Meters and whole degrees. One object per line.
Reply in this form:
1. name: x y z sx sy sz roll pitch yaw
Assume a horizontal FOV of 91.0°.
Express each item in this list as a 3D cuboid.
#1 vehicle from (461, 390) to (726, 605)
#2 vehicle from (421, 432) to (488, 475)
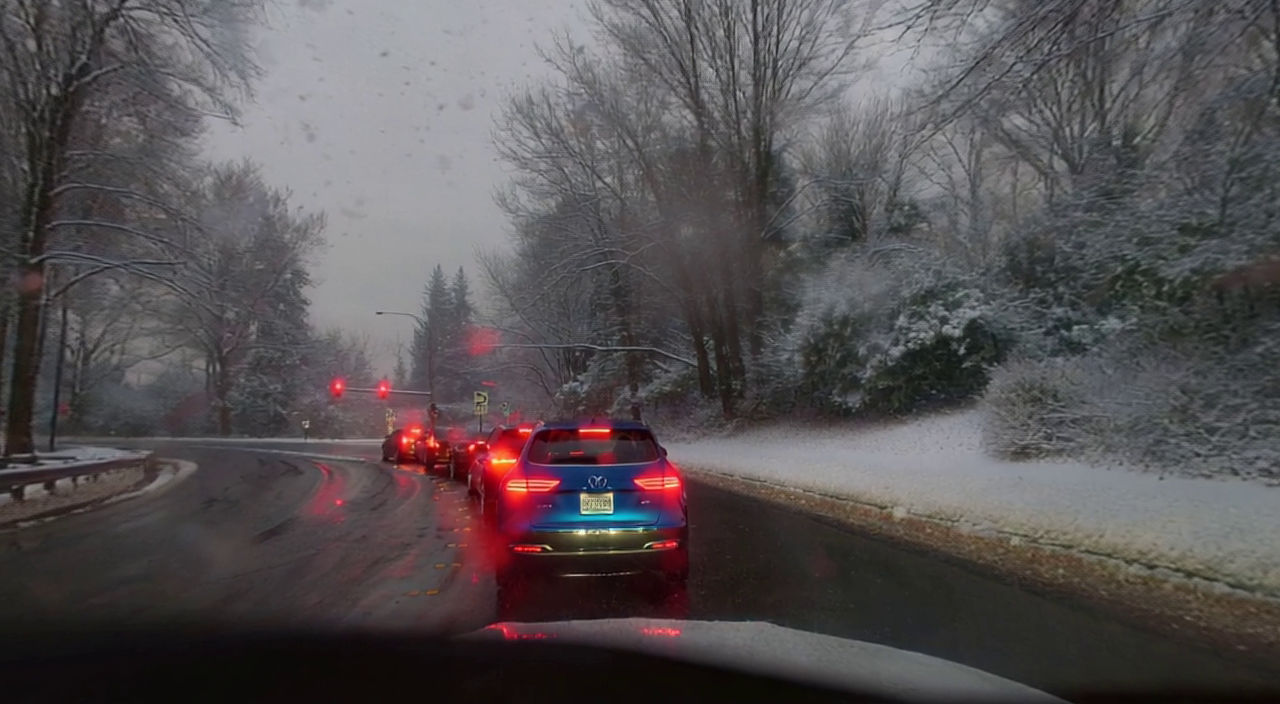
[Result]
1. vehicle: -0.682 1.455 7.200 2.134 1.671 4.147 1 -8 -10
2. vehicle: -7.295 3.921 24.495 1.902 1.536 3.662 4 -9 -25
